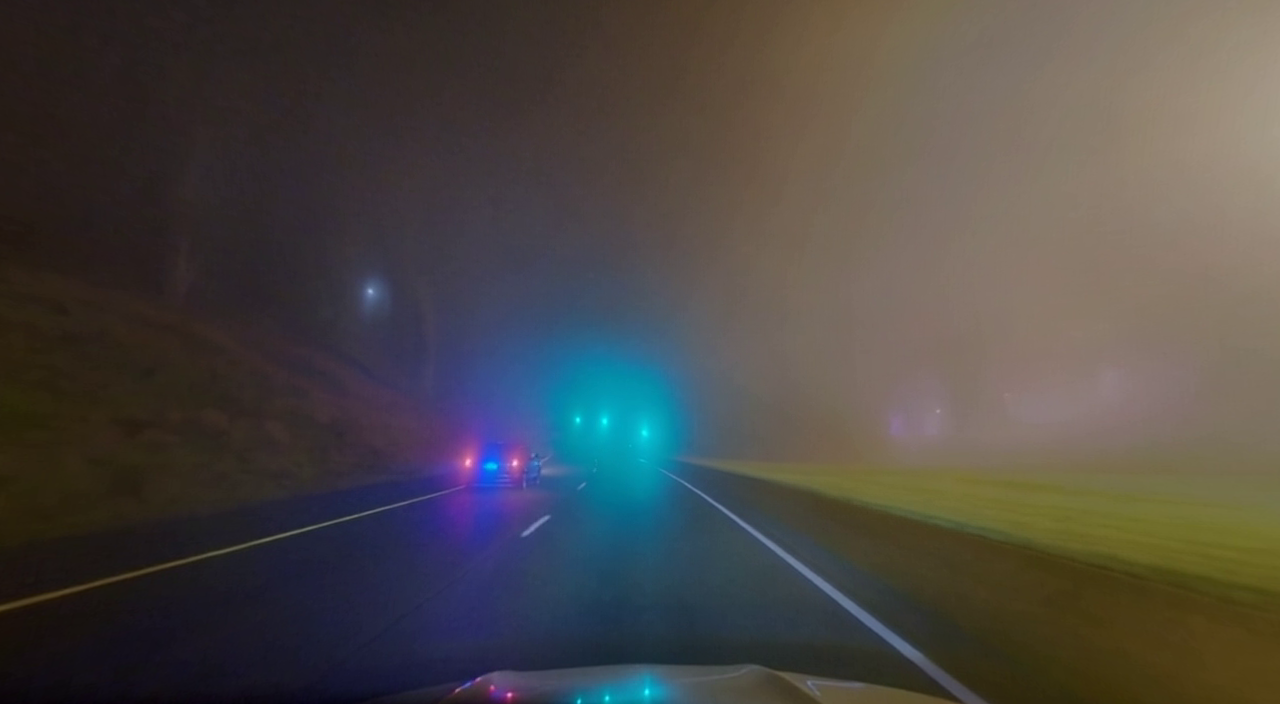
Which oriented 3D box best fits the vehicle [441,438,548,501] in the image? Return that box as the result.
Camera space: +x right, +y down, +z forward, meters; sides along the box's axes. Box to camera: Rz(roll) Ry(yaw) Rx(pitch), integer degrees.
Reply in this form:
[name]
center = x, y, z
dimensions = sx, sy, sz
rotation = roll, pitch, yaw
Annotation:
[vehicle]
center = -3.891, 3.215, 17.755
dimensions = 1.968, 1.503, 4.443
rotation = 0, -8, 0
